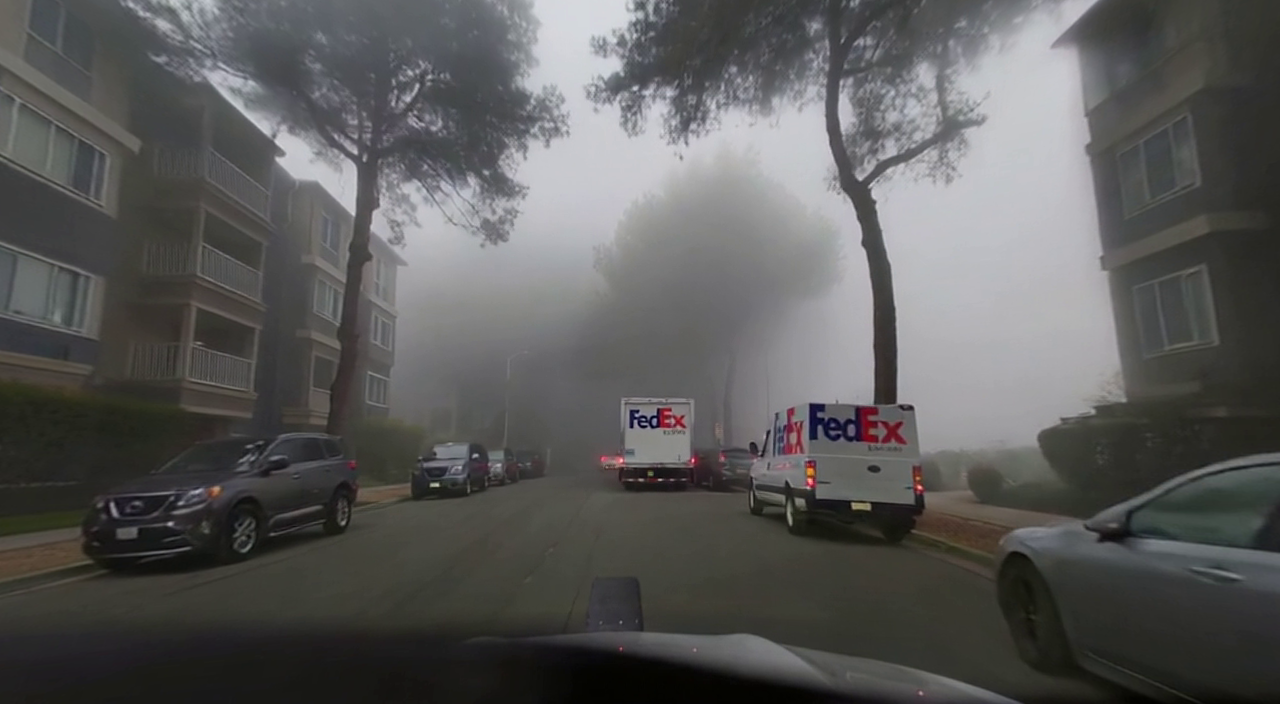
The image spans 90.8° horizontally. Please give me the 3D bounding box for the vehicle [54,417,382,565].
[{"bbox_3d":[-5.968,1.996,9.796,2.089,1.757,4.256,0,-8,0],"label":"vehicle"}]

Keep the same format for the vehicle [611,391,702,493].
[{"bbox_3d":[0.417,3.489,24.502,2.930,3.275,8.180,0,-8,-1],"label":"vehicle"}]

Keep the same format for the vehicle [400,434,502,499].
[{"bbox_3d":[-6.084,3.725,20.973,2.020,1.867,4.654,0,-8,-1],"label":"vehicle"}]

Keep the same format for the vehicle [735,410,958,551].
[{"bbox_3d":[3.376,2.249,11.893,2.221,1.991,5.564,0,-8,-1],"label":"vehicle"}]

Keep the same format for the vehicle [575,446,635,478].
[{"bbox_3d":[-1.690,5.516,32.004,1.981,1.500,3.992,-2,-9,13],"label":"vehicle"}]

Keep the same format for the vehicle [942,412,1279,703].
[{"bbox_3d":[3.390,1.052,2.858,1.877,1.500,4.407,0,-8,0],"label":"vehicle"}]
